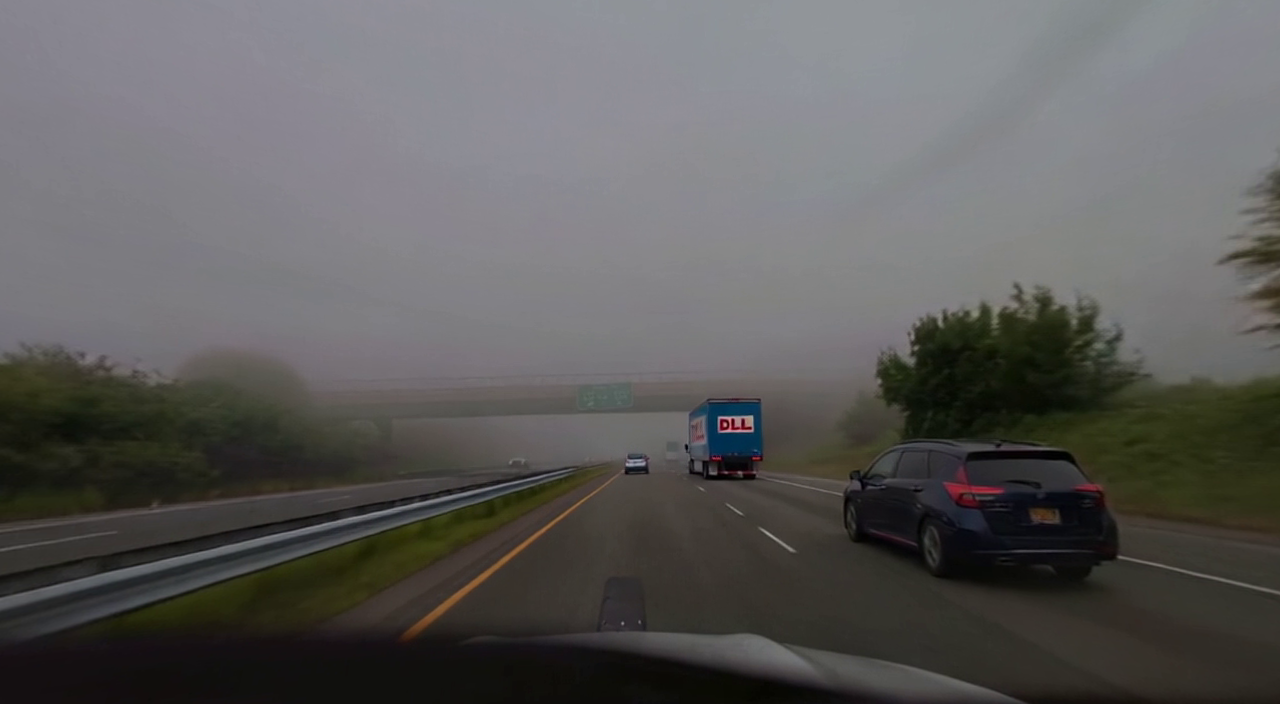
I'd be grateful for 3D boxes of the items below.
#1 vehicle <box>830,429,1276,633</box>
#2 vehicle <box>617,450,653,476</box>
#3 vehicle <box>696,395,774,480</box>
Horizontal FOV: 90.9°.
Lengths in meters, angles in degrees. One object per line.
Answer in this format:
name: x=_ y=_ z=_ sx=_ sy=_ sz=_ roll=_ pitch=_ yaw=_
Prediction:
vehicle: x=3.638 y=1.627 z=6.714 sx=1.894 sy=1.452 sz=4.164 roll=0 pitch=-9 yaw=0
vehicle: x=-0.262 y=6.661 z=37.980 sx=2.055 sy=1.445 sz=3.661 roll=0 pitch=-9 yaw=0
vehicle: x=4.883 y=4.659 z=33.977 sx=2.838 sy=3.985 sz=8.010 roll=0 pitch=-9 yaw=0
